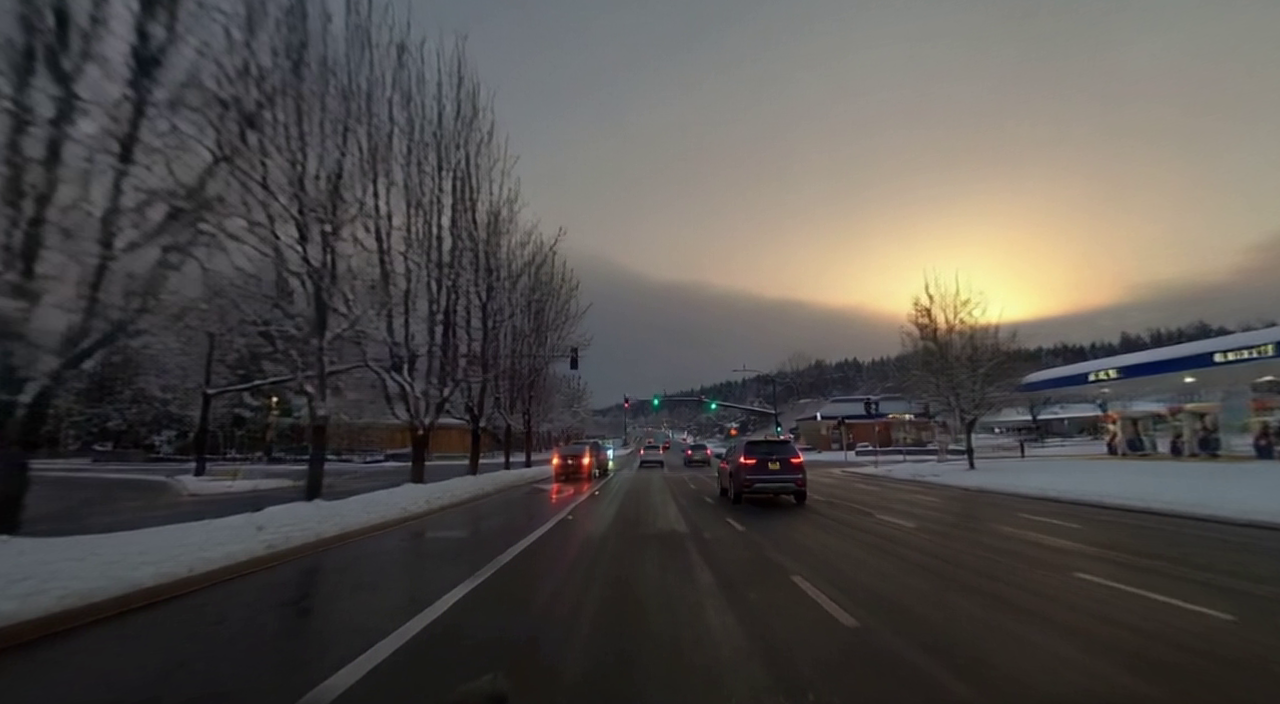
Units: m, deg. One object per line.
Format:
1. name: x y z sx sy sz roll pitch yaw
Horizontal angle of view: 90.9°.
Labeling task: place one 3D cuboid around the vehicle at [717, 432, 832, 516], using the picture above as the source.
1. vehicle: 3.087 2.860 15.321 1.872 1.752 3.896 0 -8 -1

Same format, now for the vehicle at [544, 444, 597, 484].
1. vehicle: -2.935 4.822 27.484 1.788 1.600 4.298 0 -8 1

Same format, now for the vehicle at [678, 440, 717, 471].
1. vehicle: 3.789 6.941 42.546 2.154 1.975 4.634 0 -8 0

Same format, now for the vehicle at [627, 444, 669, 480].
1. vehicle: 0.377 5.435 31.549 1.991 1.664 3.814 0 -8 0
